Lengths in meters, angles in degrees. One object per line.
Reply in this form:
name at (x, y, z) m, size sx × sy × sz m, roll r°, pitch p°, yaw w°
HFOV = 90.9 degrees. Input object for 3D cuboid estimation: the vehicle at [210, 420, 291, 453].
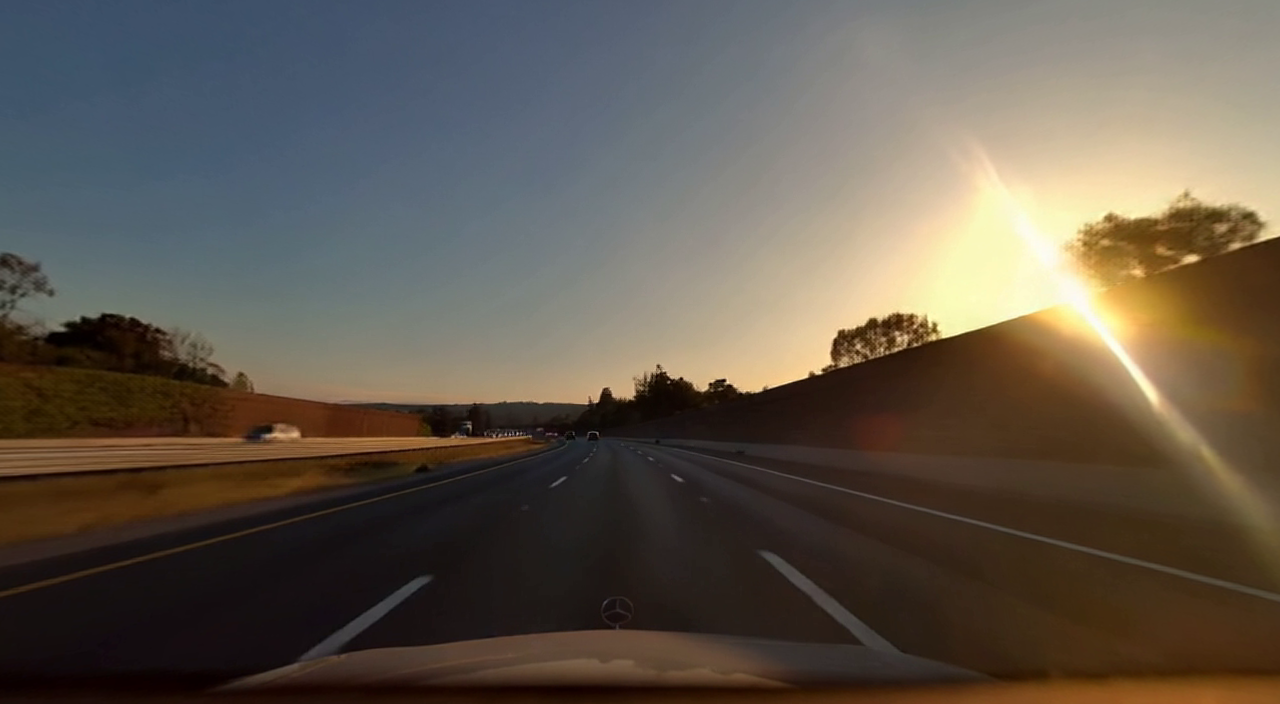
vehicle at (-24.313, 5.302, 39.599) m, size 2.032 × 1.913 × 4.787 m, roll 0°, pitch -8°, yaw -1°
